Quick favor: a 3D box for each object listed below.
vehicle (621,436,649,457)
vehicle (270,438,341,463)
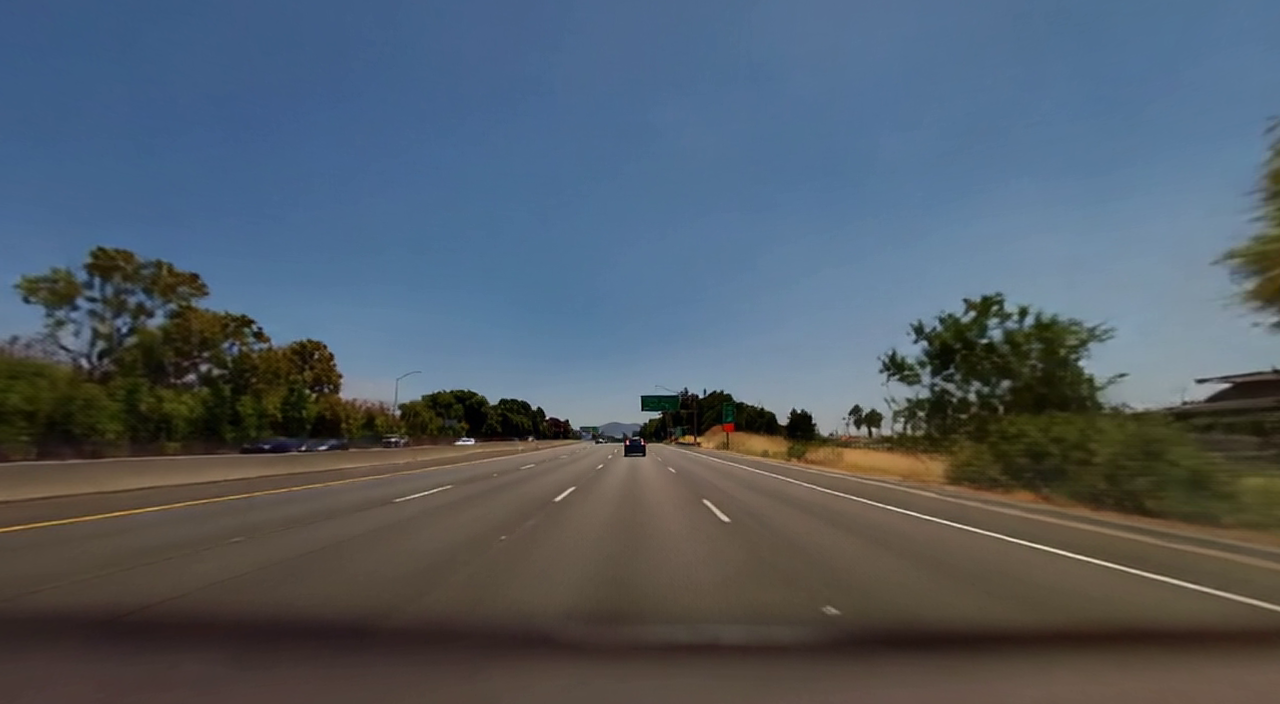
[{"bbox_3d":[-0.399,7.113,47.598,2.025,1.460,4.189,0,-8,-1],"label":"vehicle"},{"bbox_3d":[-21.489,6.338,40.838,2.059,1.538,4.710,0,-8,0],"label":"vehicle"}]
